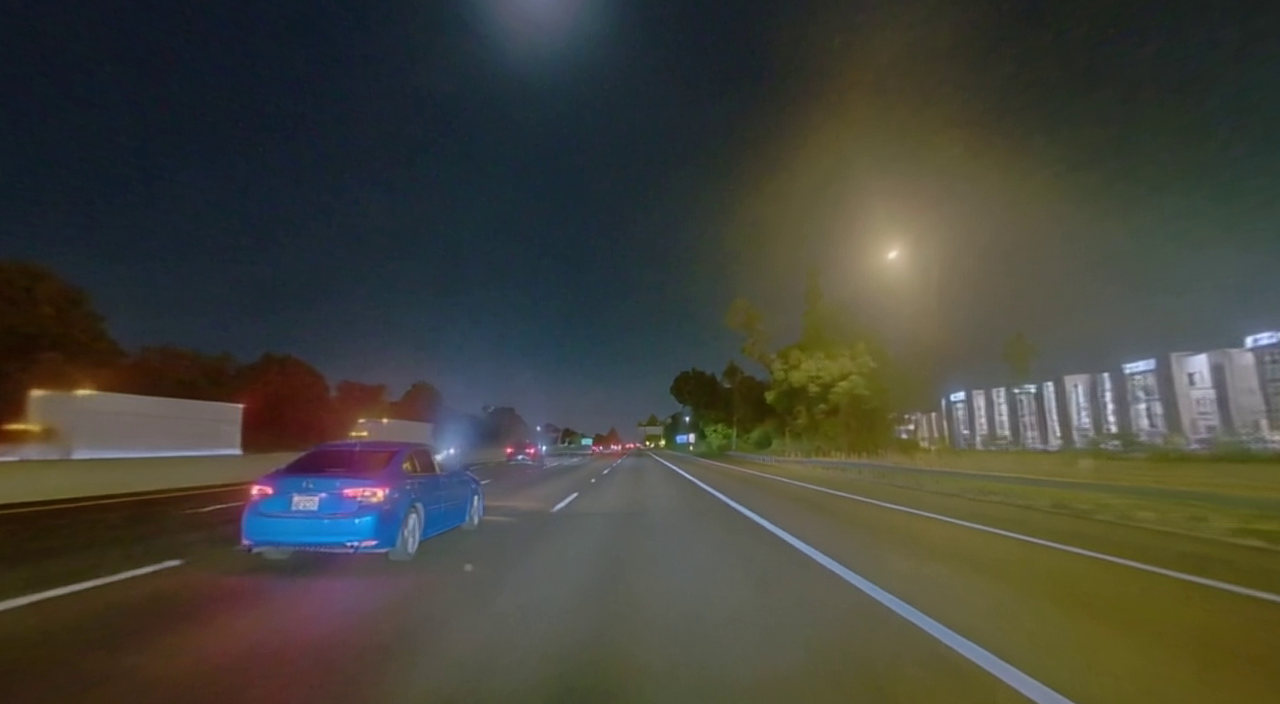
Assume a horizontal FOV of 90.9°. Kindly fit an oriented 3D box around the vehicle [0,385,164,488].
[{"bbox_3d":[-24.900,3.704,27.468,2.919,3.931,6.663,0,-8,0],"label":"vehicle"}]

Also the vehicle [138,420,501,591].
[{"bbox_3d":[-3.532,1.795,8.382,2.144,1.565,4.951,0,-8,1],"label":"vehicle"}]

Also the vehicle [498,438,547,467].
[{"bbox_3d":[-7.232,6.217,39.265,2.118,1.675,4.395,0,-8,1],"label":"vehicle"}]
